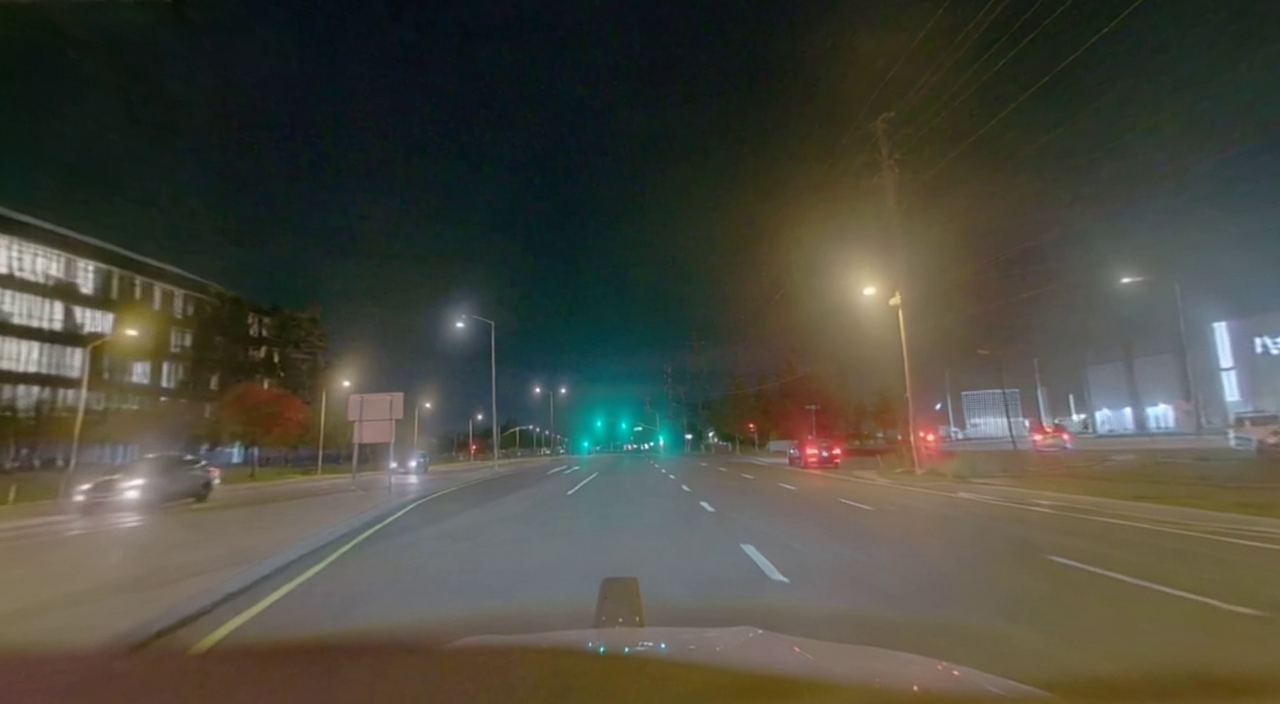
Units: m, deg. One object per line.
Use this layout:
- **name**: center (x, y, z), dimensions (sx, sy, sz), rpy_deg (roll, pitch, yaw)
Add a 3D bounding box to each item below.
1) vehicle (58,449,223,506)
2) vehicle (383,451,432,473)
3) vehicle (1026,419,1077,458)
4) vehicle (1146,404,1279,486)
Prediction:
- **vehicle**: center (-18.479, 4.618, 23.780), dimensions (2.284, 1.801, 4.822), rpy_deg (-2, -9, 0)
- **vehicle**: center (-17.944, 8.504, 49.019), dimensions (2.039, 1.466, 4.783), rpy_deg (-1, -9, -1)
- **vehicle**: center (25.205, 5.355, 38.800), dimensions (1.246, 2.287, 2.709), rpy_deg (-1, -9, 2)
- **vehicle**: center (22.225, 3.494, 24.180), dimensions (5.332, 2.719, 2.336), rpy_deg (2, -9, -30)
